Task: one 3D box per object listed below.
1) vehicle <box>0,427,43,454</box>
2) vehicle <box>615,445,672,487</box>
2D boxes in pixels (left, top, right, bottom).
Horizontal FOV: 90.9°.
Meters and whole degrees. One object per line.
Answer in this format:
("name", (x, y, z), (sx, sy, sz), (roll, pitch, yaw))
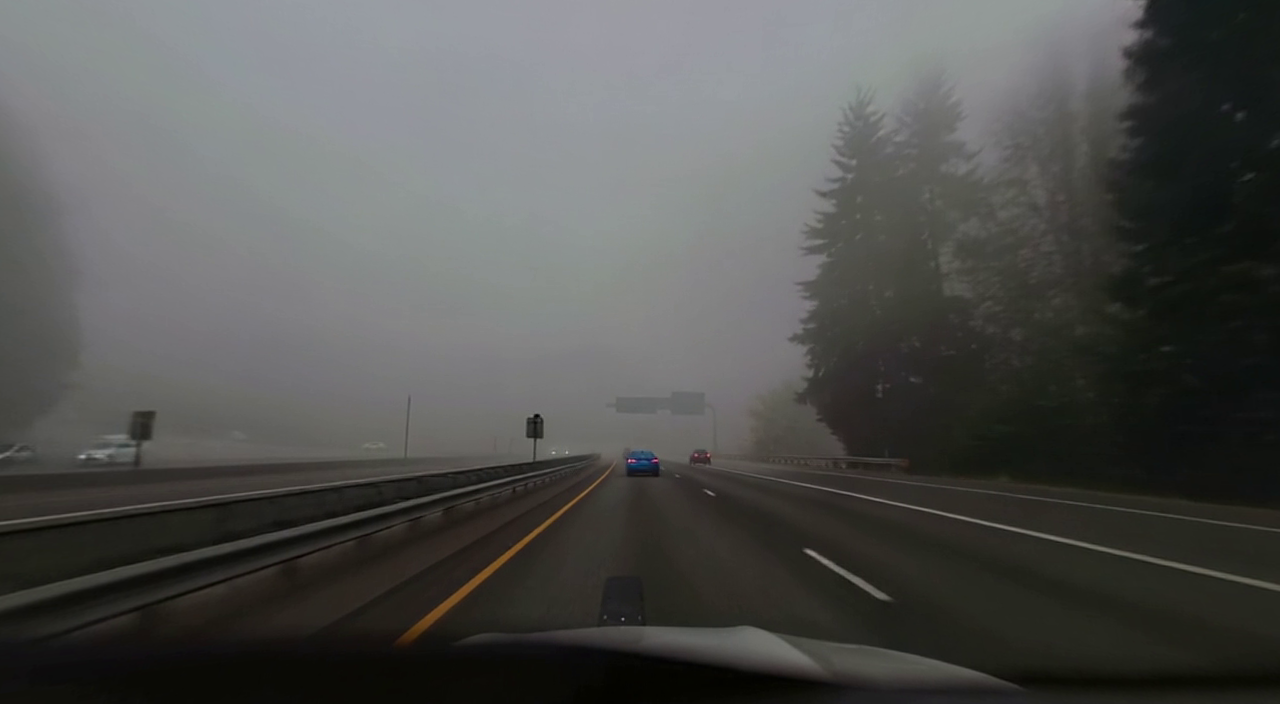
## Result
("vehicle", (-48.222, 6.839, 48.403), (5.047, 1.950, 2.329), (-6, -11, 37))
("vehicle", (0.097, 4.444, 24.890), (2.069, 1.523, 4.012), (0, -9, -1))
